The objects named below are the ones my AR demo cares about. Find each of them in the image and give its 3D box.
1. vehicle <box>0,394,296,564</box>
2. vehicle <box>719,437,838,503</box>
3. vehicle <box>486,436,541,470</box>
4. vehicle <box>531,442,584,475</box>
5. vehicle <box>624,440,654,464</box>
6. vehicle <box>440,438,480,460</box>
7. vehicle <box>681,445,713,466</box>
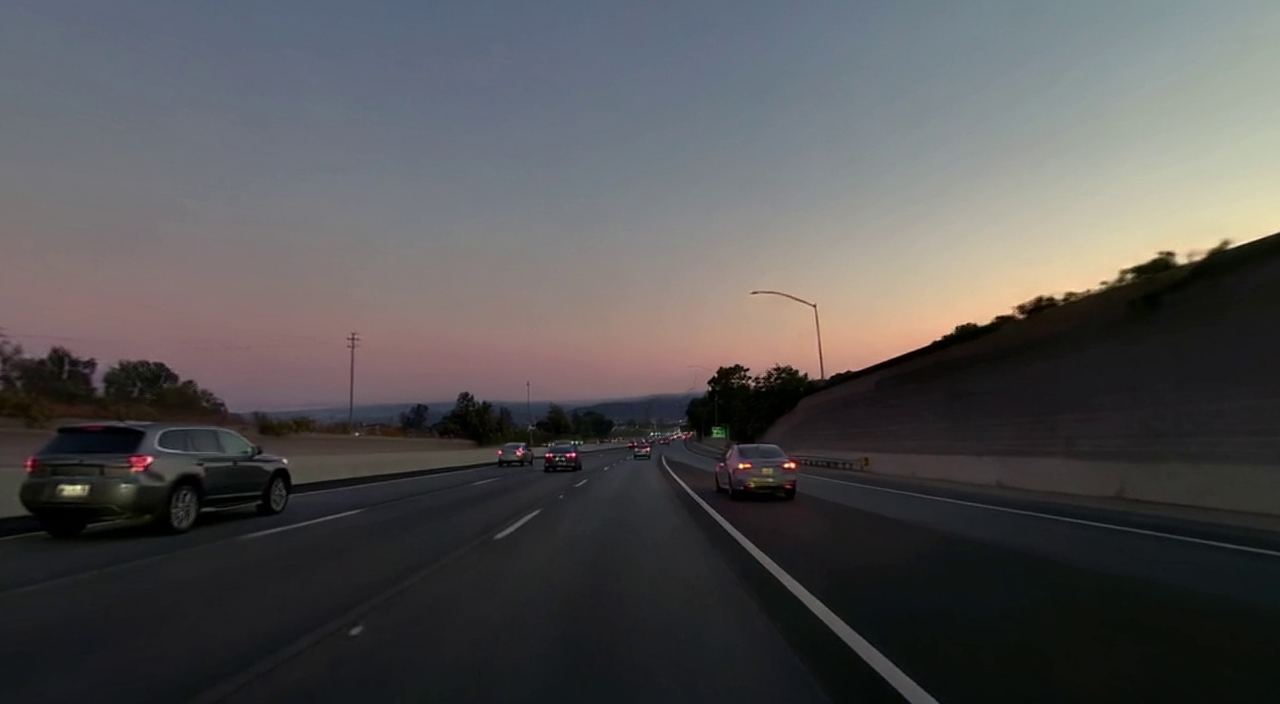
[{"bbox_3d":[-7.403,1.733,9.209,2.142,1.849,4.566,0,-9,-1],"label":"vehicle"},{"bbox_3d":[3.483,3.083,16.841,2.141,1.507,4.510,0,-9,0],"label":"vehicle"},{"bbox_3d":[-7.112,5.729,35.889,2.111,1.811,4.391,0,-9,1],"label":"vehicle"},{"bbox_3d":[-3.967,5.219,30.953,2.071,1.478,4.130,0,-9,0],"label":"vehicle"},{"bbox_3d":[-0.101,7.448,46.824,2.158,1.706,4.219,0,-9,0],"label":"vehicle"},{"bbox_3d":[-13.597,7.345,47.734,1.763,1.538,3.860,0,-9,2],"label":"vehicle"},{"bbox_3d":[4.200,7.665,46.866,1.944,1.465,4.245,0,-9,-1],"label":"vehicle"}]
